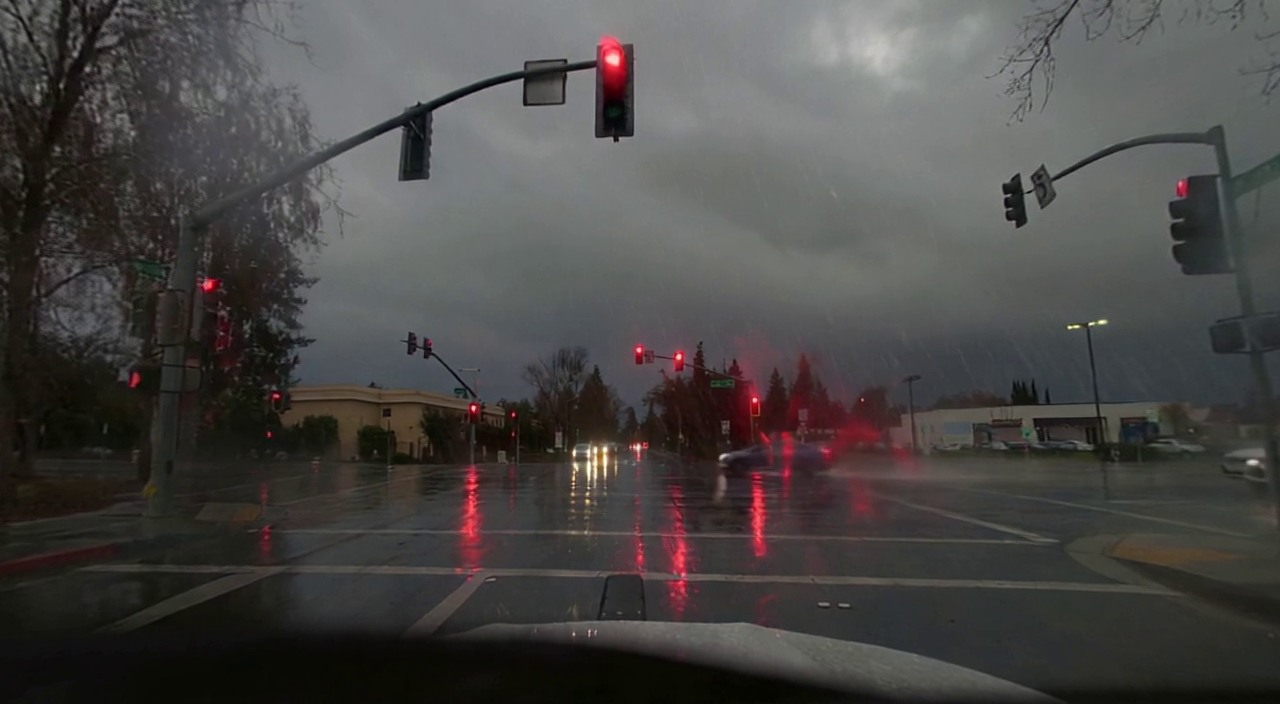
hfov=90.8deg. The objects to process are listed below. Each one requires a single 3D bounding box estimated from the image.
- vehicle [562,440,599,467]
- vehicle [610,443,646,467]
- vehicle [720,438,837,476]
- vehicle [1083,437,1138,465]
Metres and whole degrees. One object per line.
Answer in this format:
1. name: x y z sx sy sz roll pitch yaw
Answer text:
1. vehicle: -4.113 7.103 44.251 2.251 1.756 4.610 0 -9 -2
2. vehicle: -0.862 6.856 42.143 2.056 1.492 3.937 1 -9 -6
3. vehicle: 5.766 4.380 26.375 4.588 1.484 2.000 -3 -9 14
4. vehicle: 26.972 5.652 36.141 2.092 1.474 4.046 -8 -11 40
